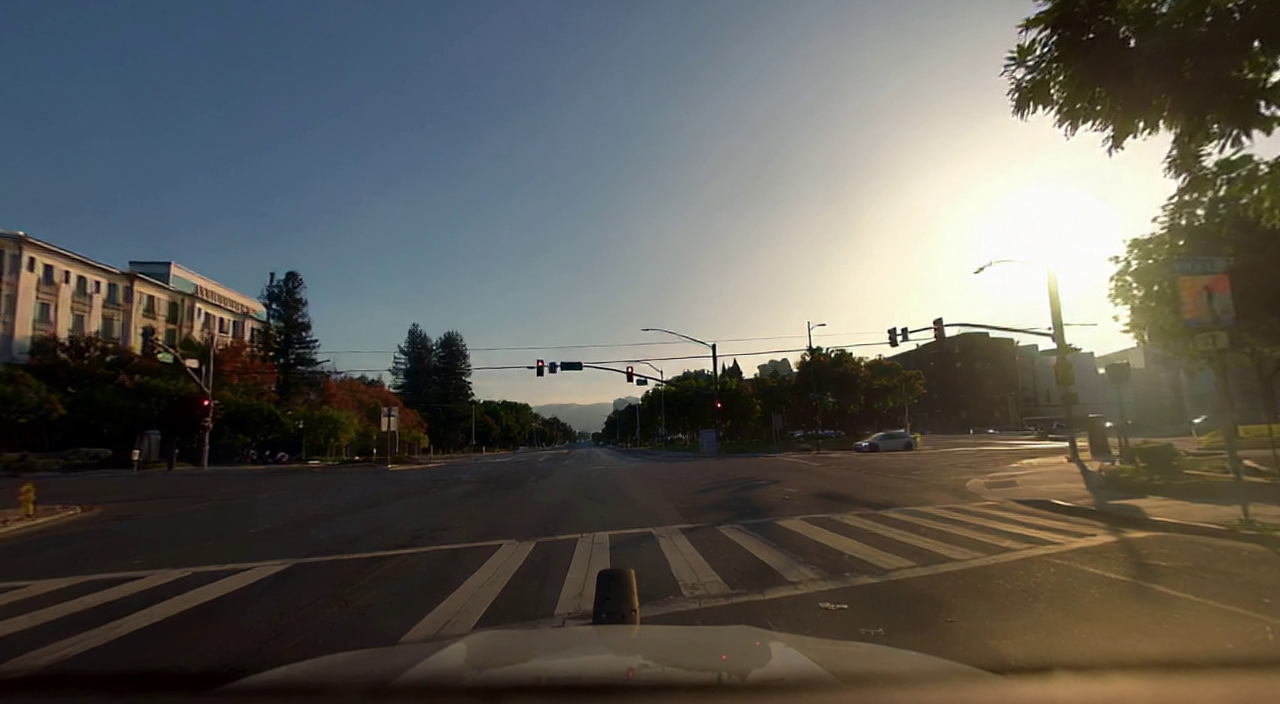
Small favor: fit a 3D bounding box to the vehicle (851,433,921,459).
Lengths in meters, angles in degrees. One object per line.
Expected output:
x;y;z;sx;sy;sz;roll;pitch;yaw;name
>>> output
17.631;6.745;45.232;4.600;1.783;1.970;4;-10;-26;vehicle
